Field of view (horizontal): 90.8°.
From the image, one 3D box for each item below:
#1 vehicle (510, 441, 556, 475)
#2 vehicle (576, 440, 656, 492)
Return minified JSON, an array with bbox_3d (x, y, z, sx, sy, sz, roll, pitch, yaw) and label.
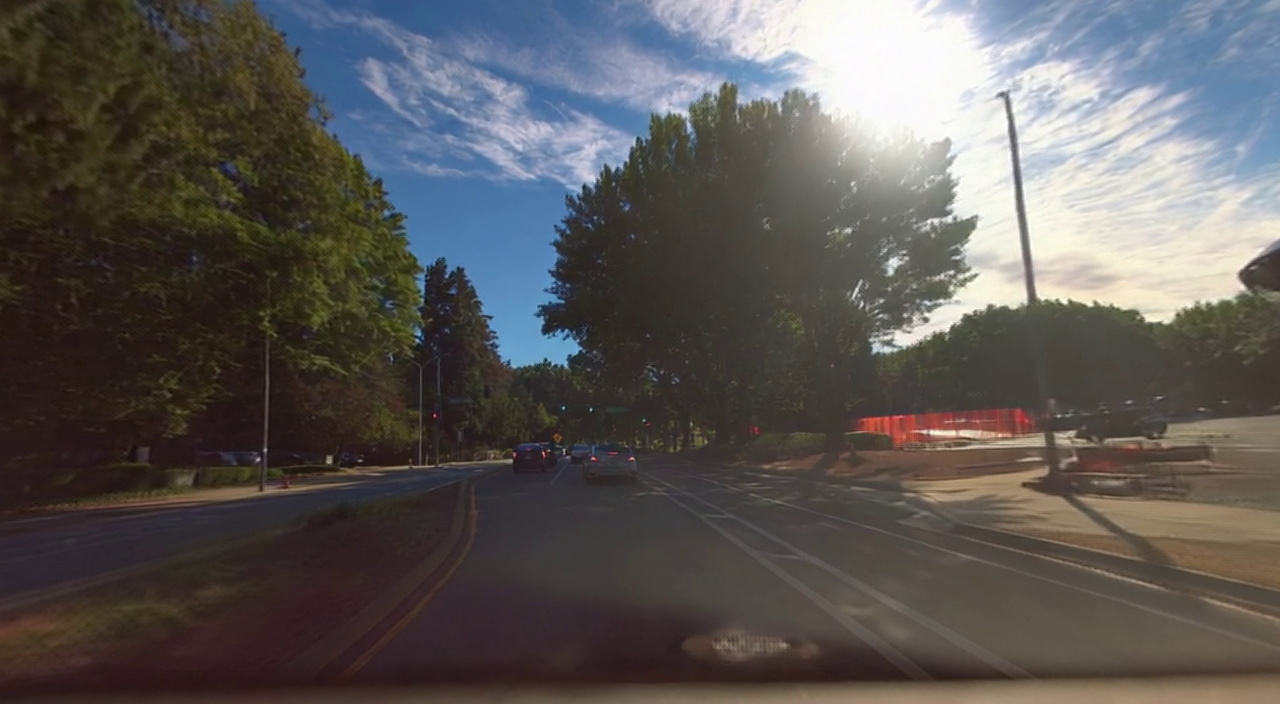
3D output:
[{"bbox_3d":[-5.672,5.664,34.045,2.077,1.665,4.206,1,-9,-5],"label":"vehicle"},{"bbox_3d":[-0.943,3.734,21.121,2.266,1.508,4.430,1,-9,-7],"label":"vehicle"}]
